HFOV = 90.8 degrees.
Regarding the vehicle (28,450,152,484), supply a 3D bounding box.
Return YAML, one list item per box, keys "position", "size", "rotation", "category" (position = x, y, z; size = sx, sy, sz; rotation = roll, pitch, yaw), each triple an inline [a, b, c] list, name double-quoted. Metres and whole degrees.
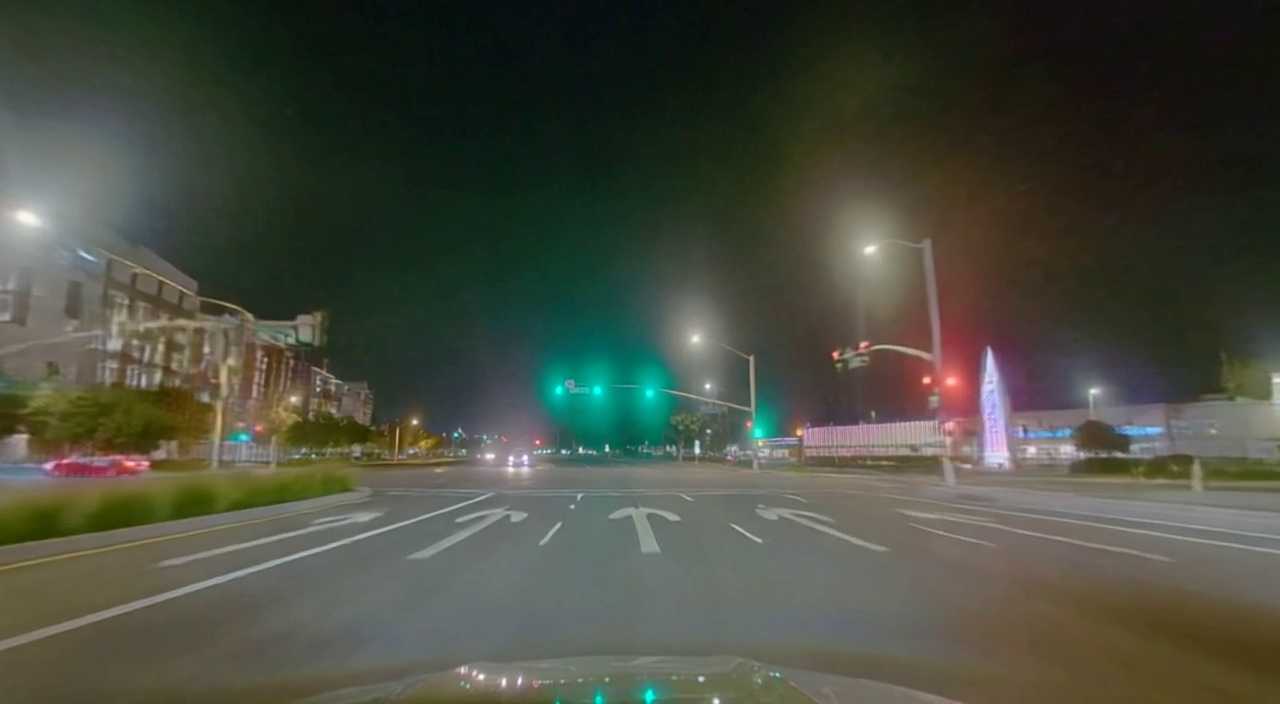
- position: [-35.607, 7.427, 41.016]
  size: [6.154, 2.082, 2.181]
  rotation: [0, -8, 4]
  category: "vehicle"
